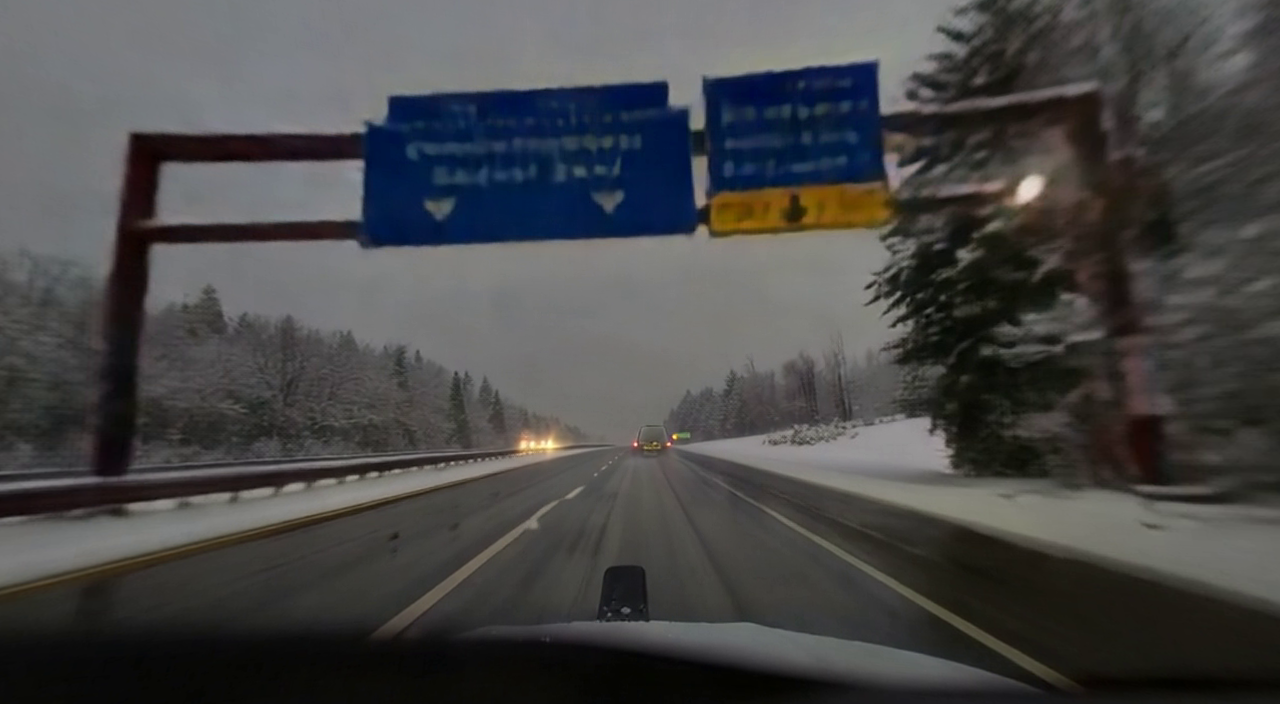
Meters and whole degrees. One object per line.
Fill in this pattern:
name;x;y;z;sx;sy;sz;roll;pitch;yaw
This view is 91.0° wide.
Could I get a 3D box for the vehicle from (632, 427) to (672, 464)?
vehicle;0.713;5.788;38.893;2.277;2.109;4.922;0;-8;1
